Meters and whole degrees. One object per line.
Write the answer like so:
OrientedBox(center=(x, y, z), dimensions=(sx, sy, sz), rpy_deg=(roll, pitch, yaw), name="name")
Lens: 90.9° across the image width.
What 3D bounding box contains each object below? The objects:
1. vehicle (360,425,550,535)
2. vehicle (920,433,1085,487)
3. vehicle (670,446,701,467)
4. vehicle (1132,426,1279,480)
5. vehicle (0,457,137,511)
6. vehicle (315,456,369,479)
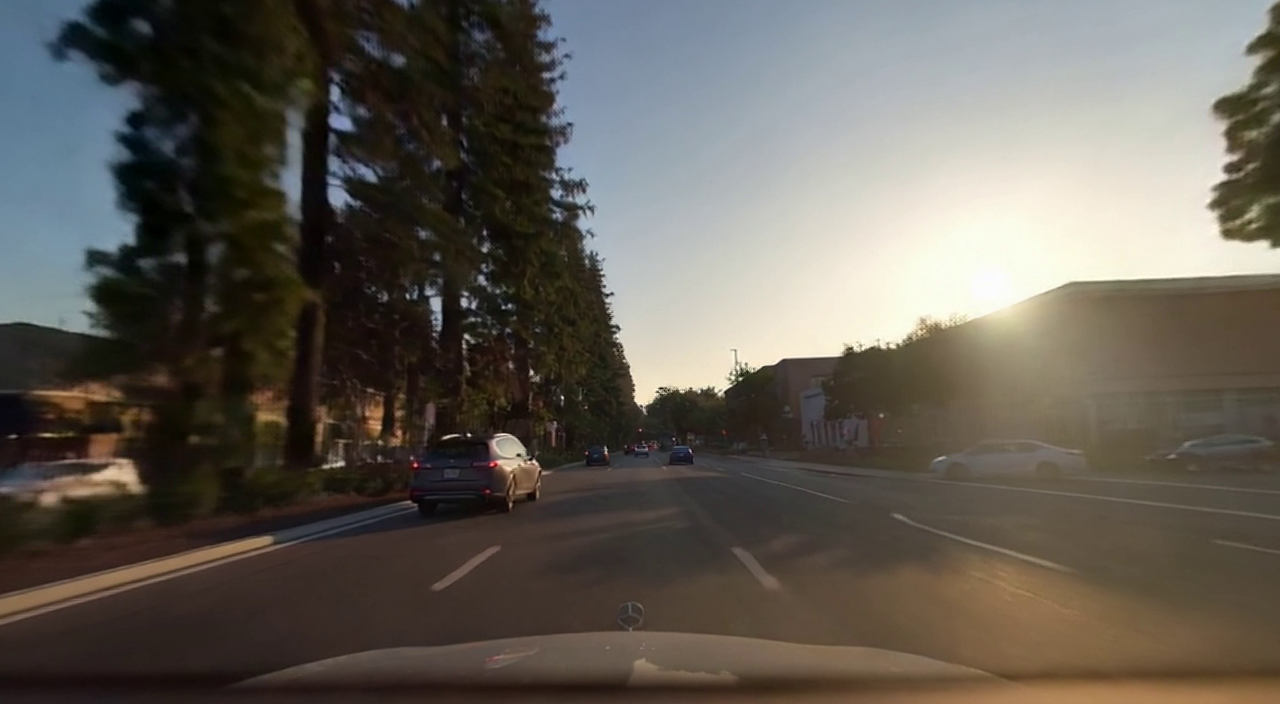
OrientedBox(center=(-3.140, 2.288, 11.894), dimensions=(2.121, 1.656, 4.559), rpy_deg=(0, -9, 1), name="vehicle")
OrientedBox(center=(12.685, 3.835, 22.388), dimensions=(4.515, 1.599, 1.968), rpy_deg=(-5, -10, 10), name="vehicle")
OrientedBox(center=(3.402, 7.927, 48.087), dimensions=(2.087, 1.506, 4.276), rpy_deg=(0, -9, 0), name="vehicle")
OrientedBox(center=(20.645, 3.543, 22.235), dimensions=(4.691, 1.626, 1.989), rpy_deg=(-3, -9, 3), name="vehicle")
OrientedBox(center=(-21.337, 4.759, 23.195), dimensions=(1.841, 1.722, 4.490), rpy_deg=(0, -9, 0), name="vehicle")
OrientedBox(center=(-21.473, 8.361, 45.657), dimensions=(1.729, 1.499, 4.579), rpy_deg=(0, -9, -1), name="vehicle")
